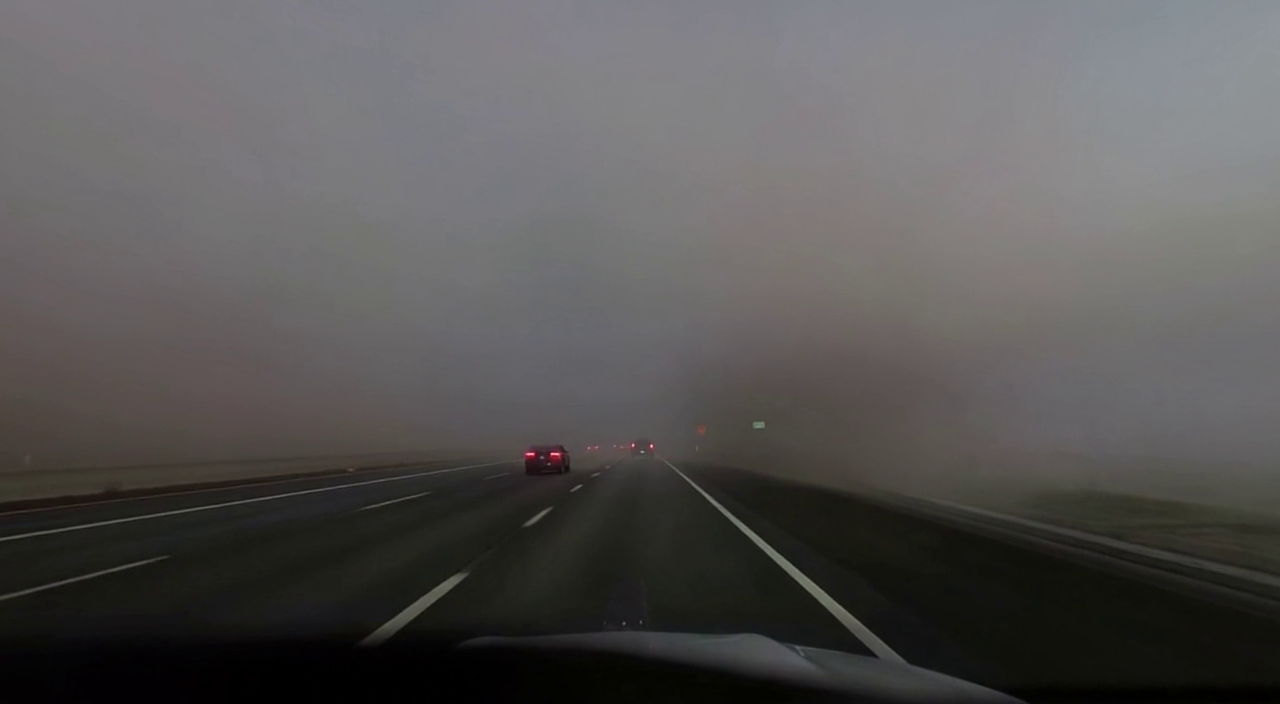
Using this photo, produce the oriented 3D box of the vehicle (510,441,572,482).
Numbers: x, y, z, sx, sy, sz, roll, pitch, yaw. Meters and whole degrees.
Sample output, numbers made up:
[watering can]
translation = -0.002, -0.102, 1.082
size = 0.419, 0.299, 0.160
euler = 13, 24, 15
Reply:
[vehicle]
translation = -3.874, 4.319, 25.220
size = 1.786, 1.488, 4.023
euler = 0, -8, 1
